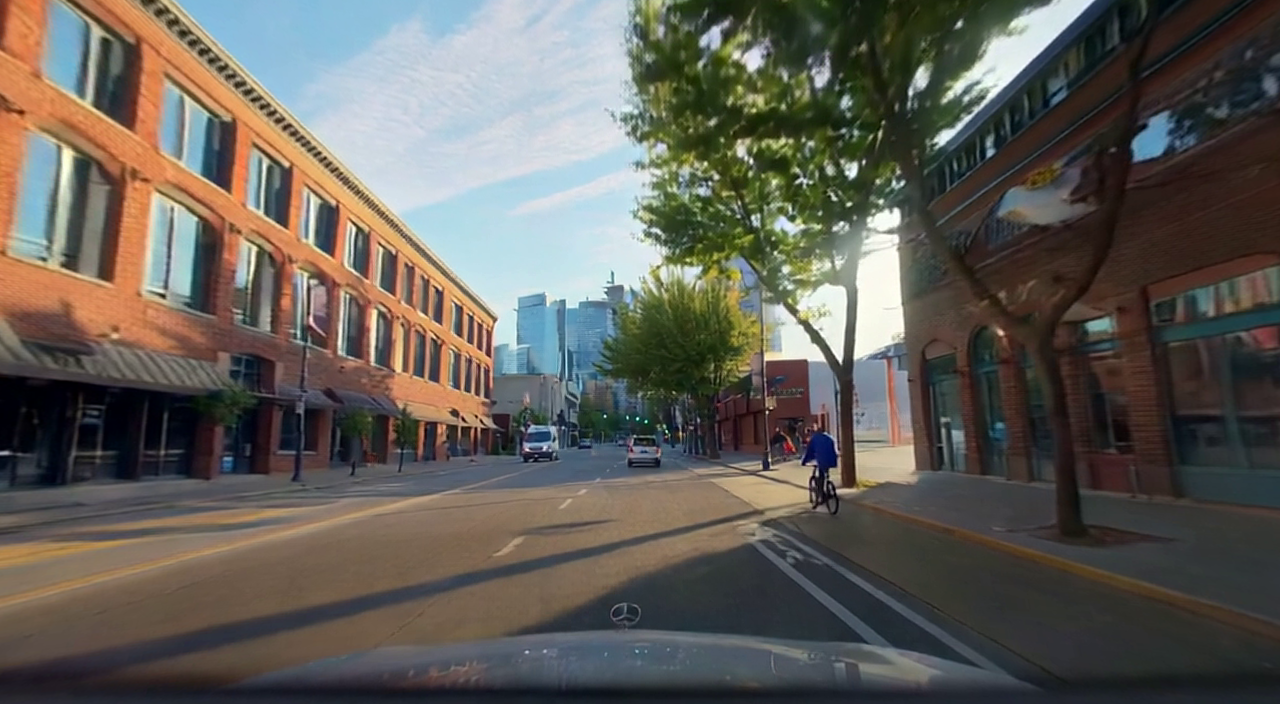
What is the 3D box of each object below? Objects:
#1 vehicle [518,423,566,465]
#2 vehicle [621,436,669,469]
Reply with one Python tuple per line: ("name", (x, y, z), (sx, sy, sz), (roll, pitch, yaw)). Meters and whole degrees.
("vehicle", (-6.599, 6.245, 43.059), (2.418, 2.620, 5.522), (-1, -8, 0))
("vehicle", (0.300, 5.220, 32.935), (2.356, 1.572, 4.810), (0, -8, 1))
